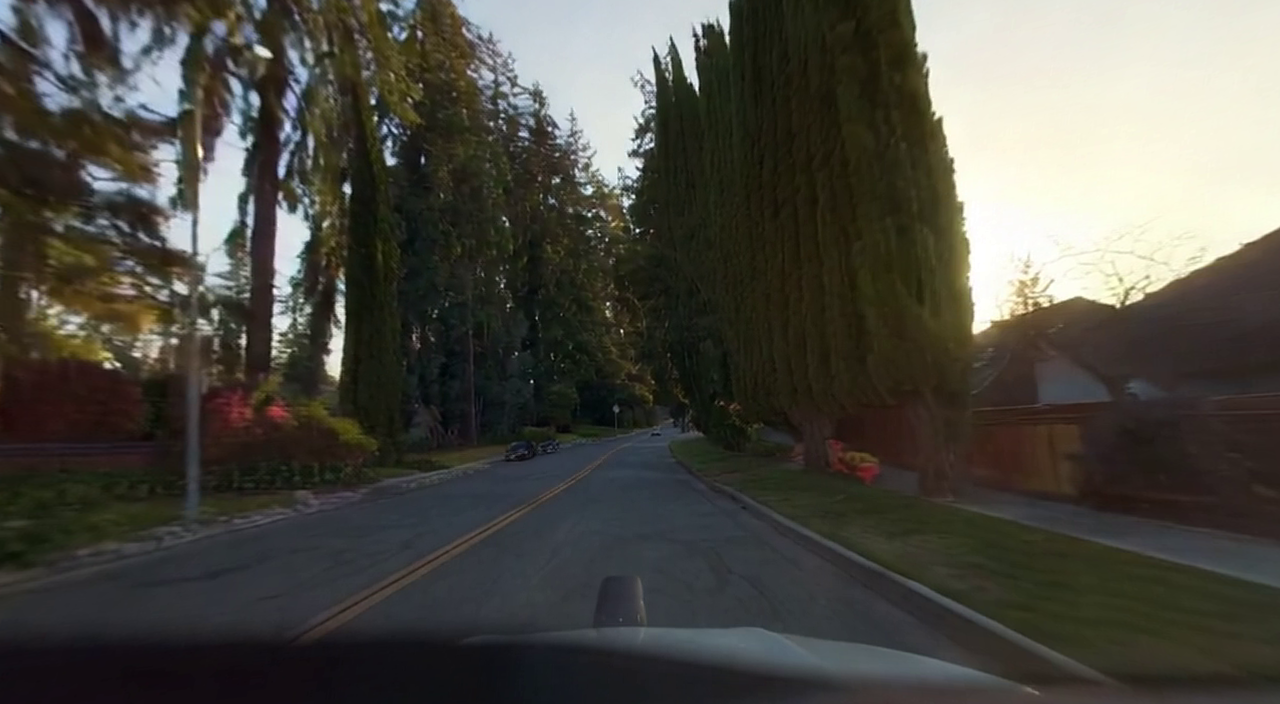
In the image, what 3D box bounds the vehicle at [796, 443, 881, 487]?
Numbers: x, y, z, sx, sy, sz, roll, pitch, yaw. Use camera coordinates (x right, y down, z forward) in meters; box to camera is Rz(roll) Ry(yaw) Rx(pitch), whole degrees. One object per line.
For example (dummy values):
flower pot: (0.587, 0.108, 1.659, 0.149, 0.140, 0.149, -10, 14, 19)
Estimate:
vehicle: (8.211, 4.692, 26.584, 1.954, 1.652, 4.520, 0, -9, -2)
